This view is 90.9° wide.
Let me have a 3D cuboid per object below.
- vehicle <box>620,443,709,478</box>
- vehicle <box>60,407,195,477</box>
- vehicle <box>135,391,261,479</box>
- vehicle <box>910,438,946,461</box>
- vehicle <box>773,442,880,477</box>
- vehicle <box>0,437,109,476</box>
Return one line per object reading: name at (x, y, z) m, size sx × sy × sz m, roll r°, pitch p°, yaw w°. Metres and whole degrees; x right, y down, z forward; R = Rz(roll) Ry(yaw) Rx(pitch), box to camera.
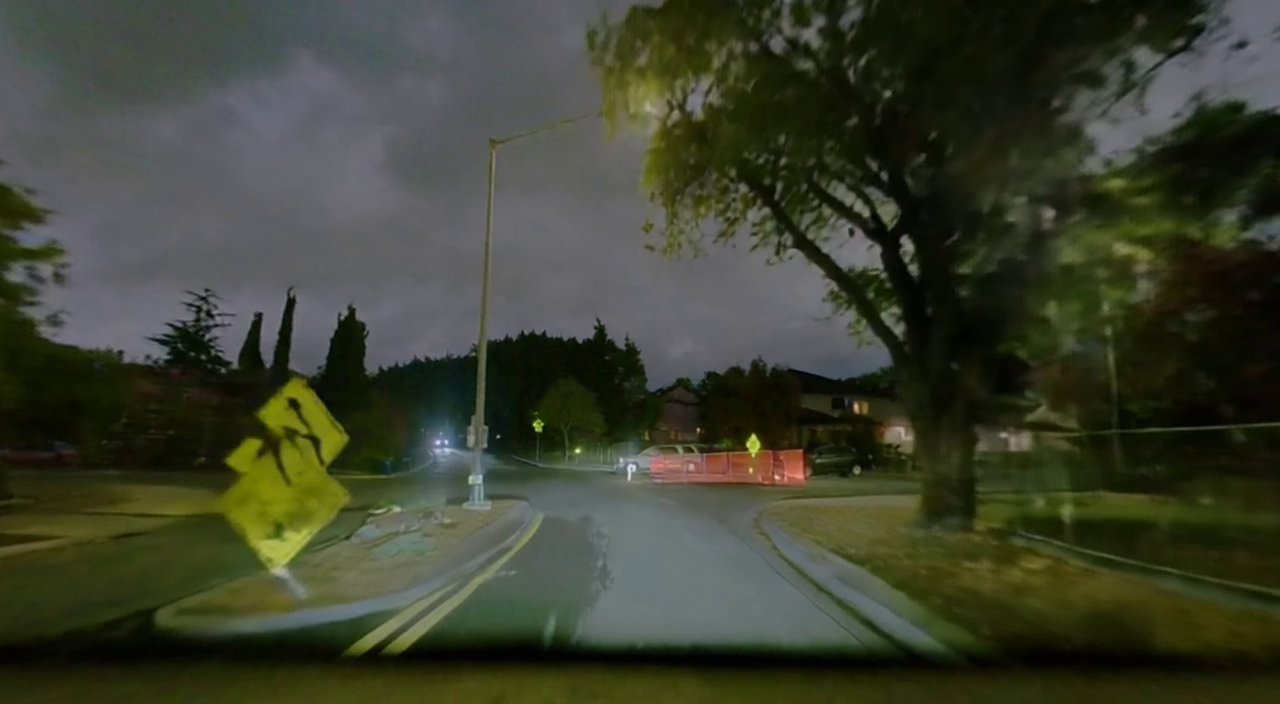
vehicle at (1.072, 4.979, 29.065) m, size 3.772 × 1.531 × 1.949 m, roll 1°, pitch -9°, yaw -10°
vehicle at (-22.703, 4.058, 28.267) m, size 2.207 × 2.862 × 4.908 m, roll 1°, pitch -9°, yaw -8°
vehicle at (-19.995, 3.733, 28.939) m, size 2.438 × 3.594 × 5.582 m, roll 2°, pitch -6°, yaw -10°
vehicle at (20.074, 6.797, 44.015) m, size 1.825 × 1.482 × 4.073 m, roll -3°, pitch -9°, yaw 18°
vehicle at (8.703, 5.063, 29.692) m, size 4.378 × 1.543 × 2.080 m, roll 0°, pitch -9°, yaw 0°
vehicle at (-25.215, 4.497, 27.284) m, size 1.735 × 1.534 × 3.621 m, roll 1°, pitch -9°, yaw -11°
